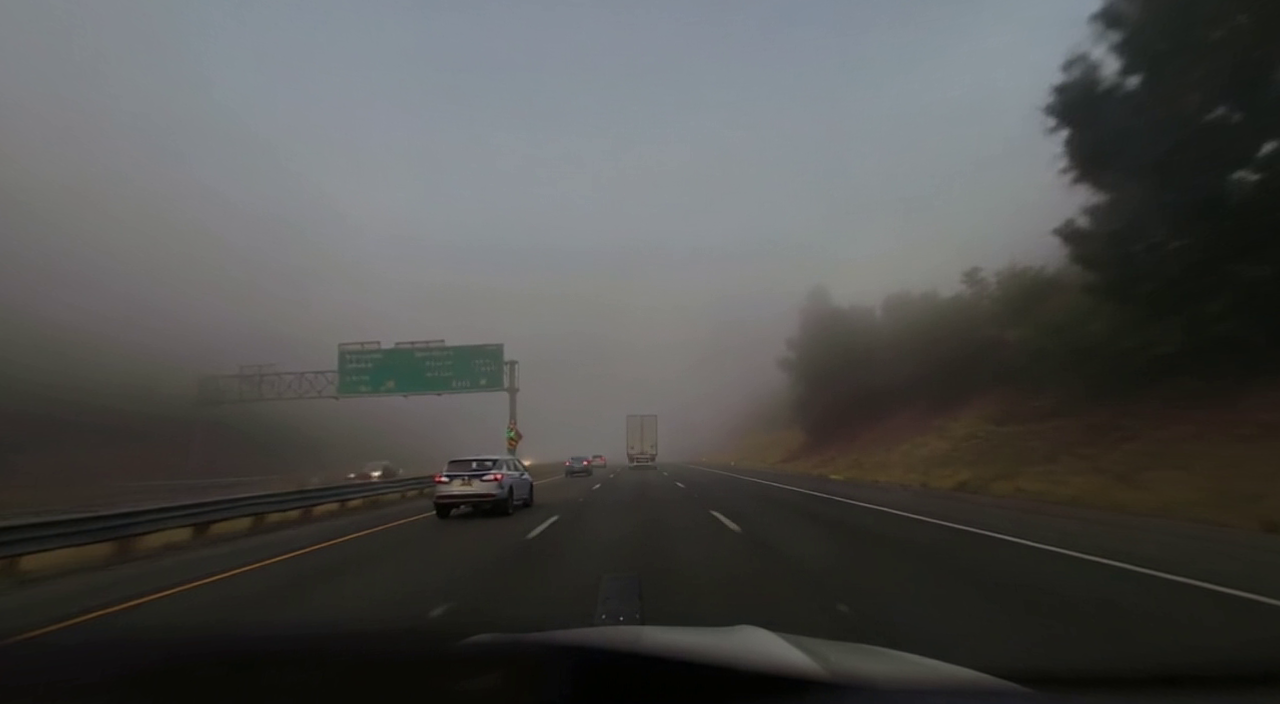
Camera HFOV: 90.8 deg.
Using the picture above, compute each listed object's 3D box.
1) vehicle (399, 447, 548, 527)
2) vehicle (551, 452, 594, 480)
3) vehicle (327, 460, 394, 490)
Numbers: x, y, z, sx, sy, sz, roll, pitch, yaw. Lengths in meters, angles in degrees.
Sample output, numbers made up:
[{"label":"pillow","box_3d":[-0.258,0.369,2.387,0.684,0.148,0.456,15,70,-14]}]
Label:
[{"label":"vehicle","box_3d":[-3.499,2.936,14.379,2.053,1.489,4.740,0,-9,1]},{"label":"vehicle","box_3d":[-3.856,6.598,36.831,2.051,1.537,4.111,0,-9,0]},{"label":"vehicle","box_3d":[-15.489,6.806,35.187,1.759,1.453,4.224,0,-9,0]}]
